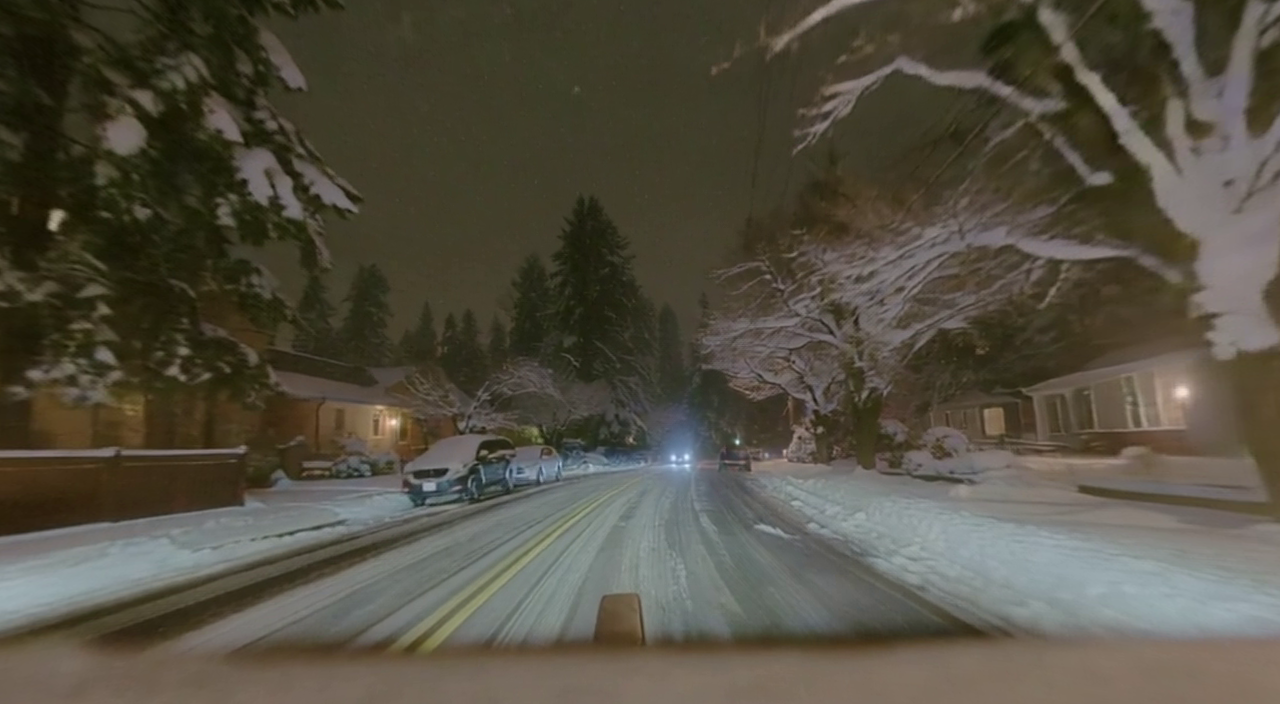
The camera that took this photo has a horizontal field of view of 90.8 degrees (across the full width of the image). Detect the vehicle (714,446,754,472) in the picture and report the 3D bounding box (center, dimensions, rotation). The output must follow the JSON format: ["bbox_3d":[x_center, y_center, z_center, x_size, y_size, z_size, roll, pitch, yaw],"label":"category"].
[{"bbox_3d":[5.495,6.169,36.614,1.948,1.408,4.345,-2,-8,12],"label":"vehicle"}]

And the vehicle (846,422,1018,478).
[{"bbox_3d":[10.634,3.639,23.485,5.325,1.939,2.150,-2,-8,10],"label":"vehicle"}]

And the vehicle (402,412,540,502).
[{"bbox_3d":[-5.176,3.630,20.600,2.334,2.126,6.444,-5,-15,3],"label":"vehicle"}]
